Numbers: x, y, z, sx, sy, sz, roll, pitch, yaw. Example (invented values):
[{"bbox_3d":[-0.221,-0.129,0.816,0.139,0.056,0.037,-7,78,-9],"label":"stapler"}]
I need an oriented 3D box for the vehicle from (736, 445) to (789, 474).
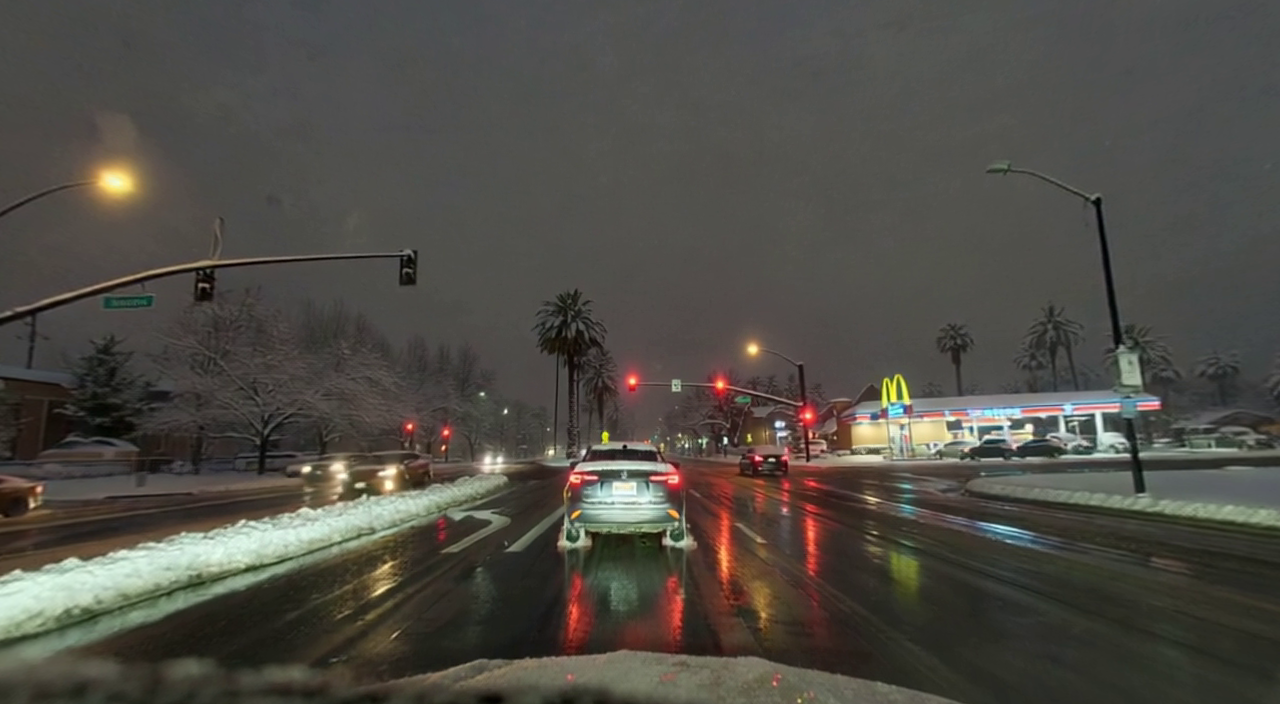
[{"bbox_3d":[6.779,5.985,35.422,2.017,1.491,4.420,0,-8,-1],"label":"vehicle"}]

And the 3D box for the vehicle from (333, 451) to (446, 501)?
[{"bbox_3d":[-8.232,4.084,21.286,1.904,1.450,4.689,0,-8,0],"label":"vehicle"}]

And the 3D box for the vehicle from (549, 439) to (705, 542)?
[{"bbox_3d":[-0.247,2.357,11.555,2.270,1.475,4.571,0,-8,-2],"label":"vehicle"}]
